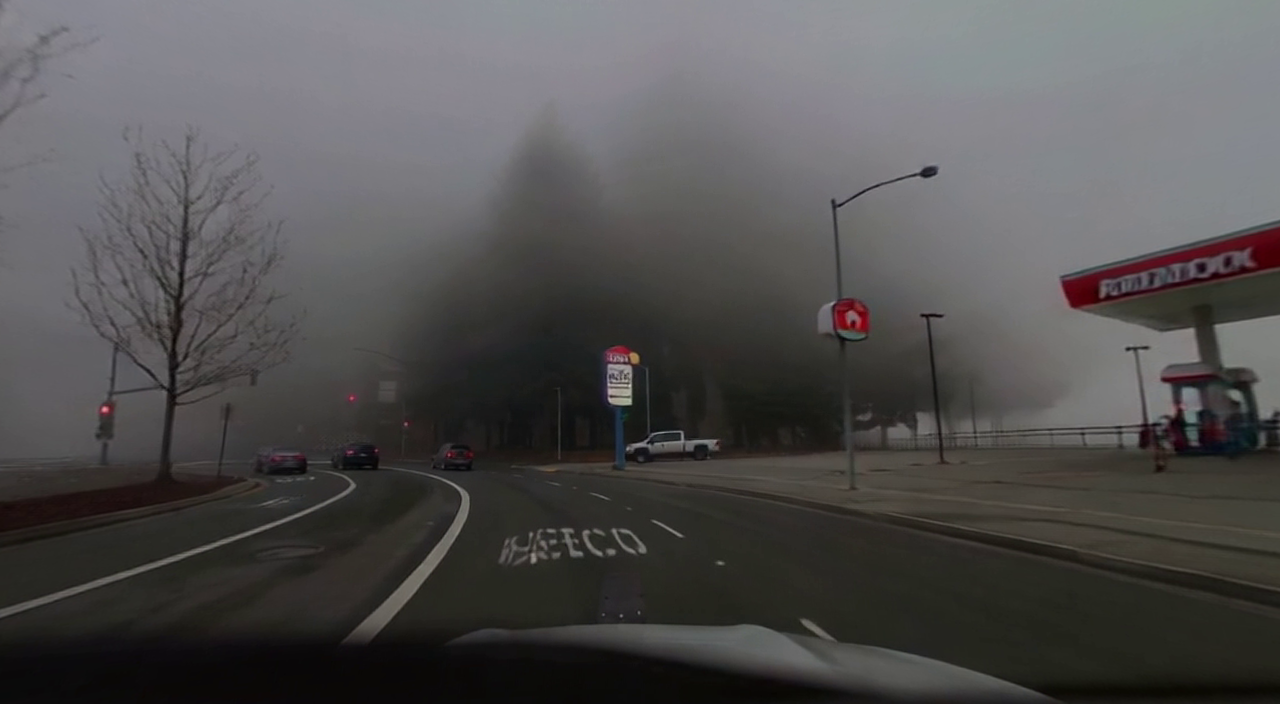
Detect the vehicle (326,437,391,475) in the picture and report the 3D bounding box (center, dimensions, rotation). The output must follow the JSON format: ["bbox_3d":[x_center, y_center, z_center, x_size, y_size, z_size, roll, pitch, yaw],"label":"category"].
[{"bbox_3d":[-16.338,5.970,36.404,2.254,2.006,4.766,7,-11,-37],"label":"vehicle"}]

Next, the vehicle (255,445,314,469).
[{"bbox_3d":[-26.346,7.750,46.648,4.546,1.650,1.940,-6,-11,35],"label":"vehicle"}]

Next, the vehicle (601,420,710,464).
[{"bbox_3d":[1.166,6.851,47.729,7.741,3.106,2.906,-4,-10,26],"label":"vehicle"}]

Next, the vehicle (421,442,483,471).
[{"bbox_3d":[-12.783,7.046,42.658,2.202,1.822,4.826,7,-11,-39],"label":"vehicle"}]
